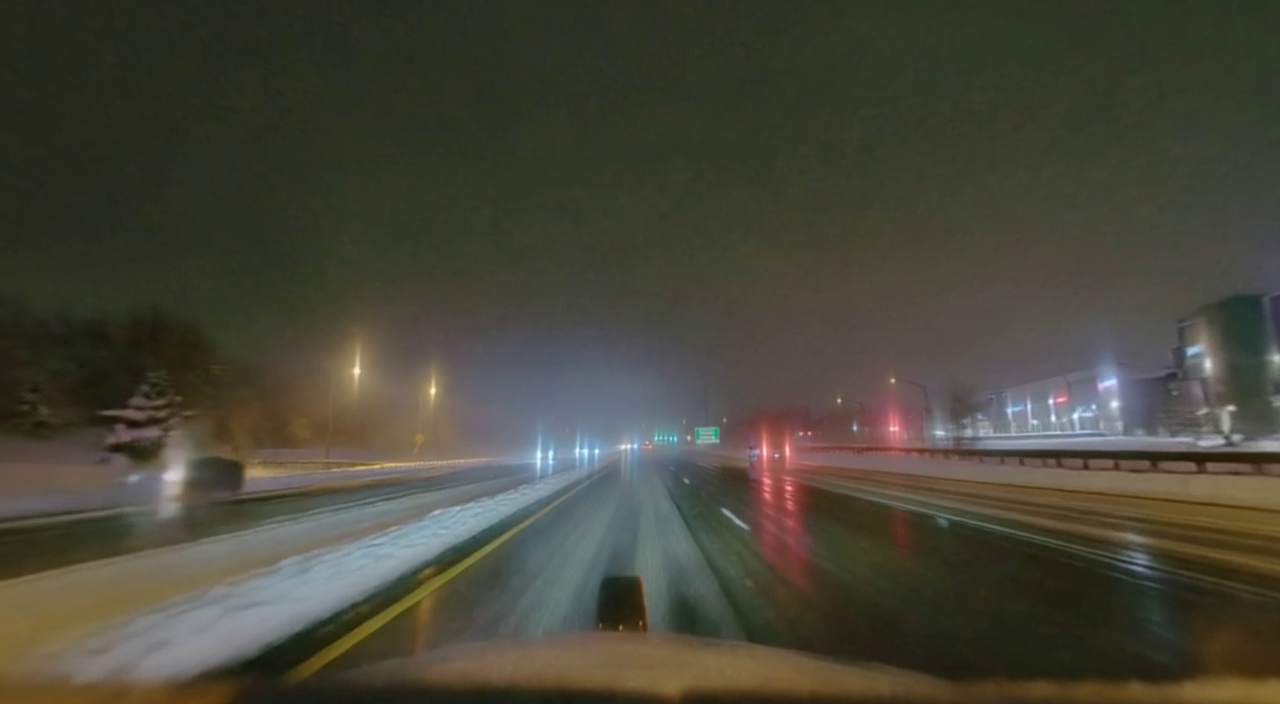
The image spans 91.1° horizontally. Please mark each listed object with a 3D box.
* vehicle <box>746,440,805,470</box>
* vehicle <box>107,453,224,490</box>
[{"bbox_3d":[7.441,5.715,35.048,2.079,1.518,5.032,0,-8,-1],"label":"vehicle"},{"bbox_3d":[-21.947,5.523,29.298,1.941,1.524,4.403,0,-8,1],"label":"vehicle"}]
